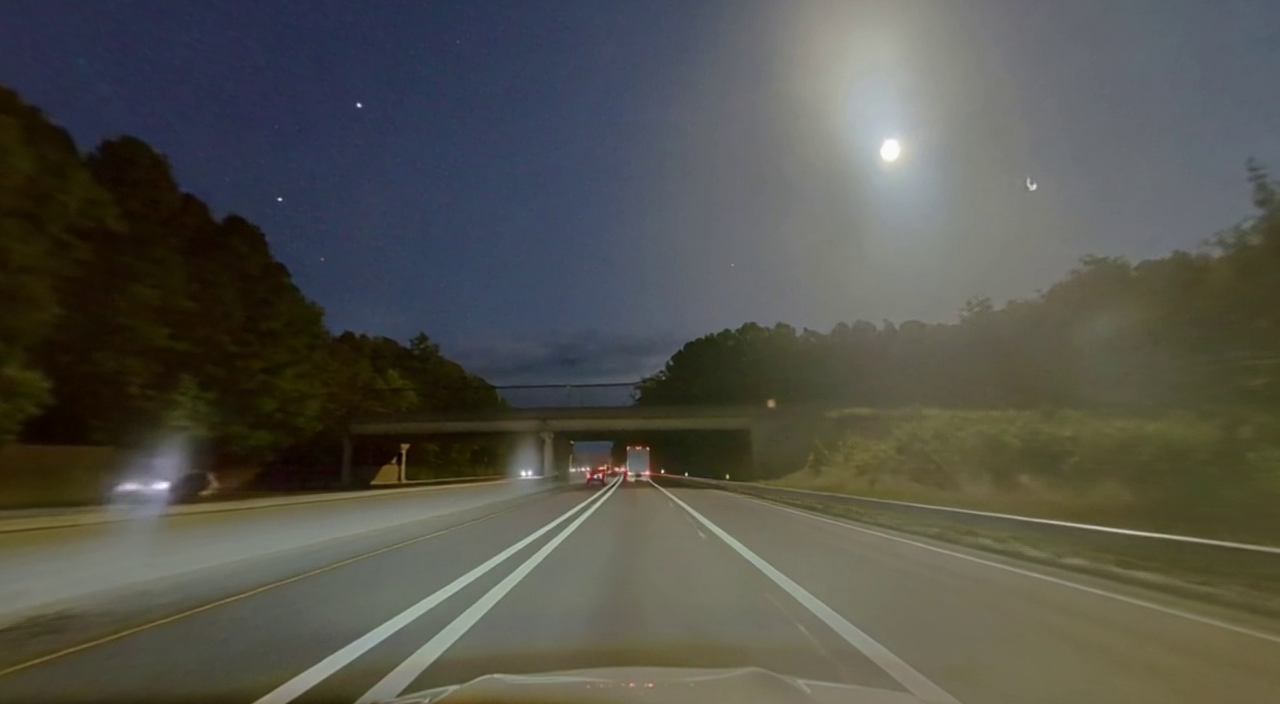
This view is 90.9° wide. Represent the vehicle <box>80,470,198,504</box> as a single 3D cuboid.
[{"bbox_3d":[-24.072,6.474,30.540,1.896,1.469,4.624,1,-10,0],"label":"vehicle"}]
